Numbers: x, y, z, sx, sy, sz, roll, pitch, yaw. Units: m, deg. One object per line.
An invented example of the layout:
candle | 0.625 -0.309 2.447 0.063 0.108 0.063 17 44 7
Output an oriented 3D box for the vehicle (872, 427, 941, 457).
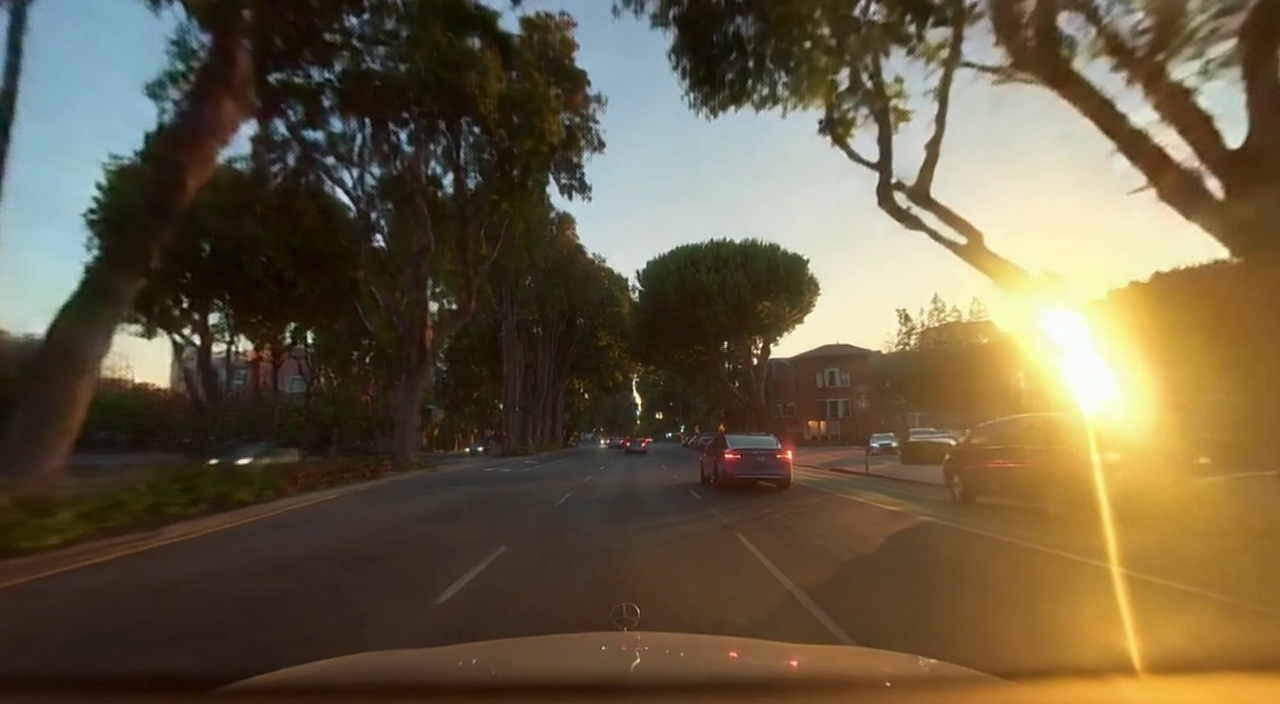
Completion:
vehicle | 17.399 5.934 41.386 2.131 1.782 5.183 0 -8 -2

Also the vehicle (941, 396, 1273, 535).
vehicle | 7.469 1.879 10.971 2.047 1.852 4.861 0 -8 0

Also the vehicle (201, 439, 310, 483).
vehicle | -15.648 4.432 25.926 1.885 1.633 4.265 1 -8 -2

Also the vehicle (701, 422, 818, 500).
vehicle | 2.779 2.651 15.645 2.022 1.656 4.025 0 -8 -1

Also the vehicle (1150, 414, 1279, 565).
vehicle | 7.564 1.308 5.750 1.886 1.534 4.464 1 -8 -3
